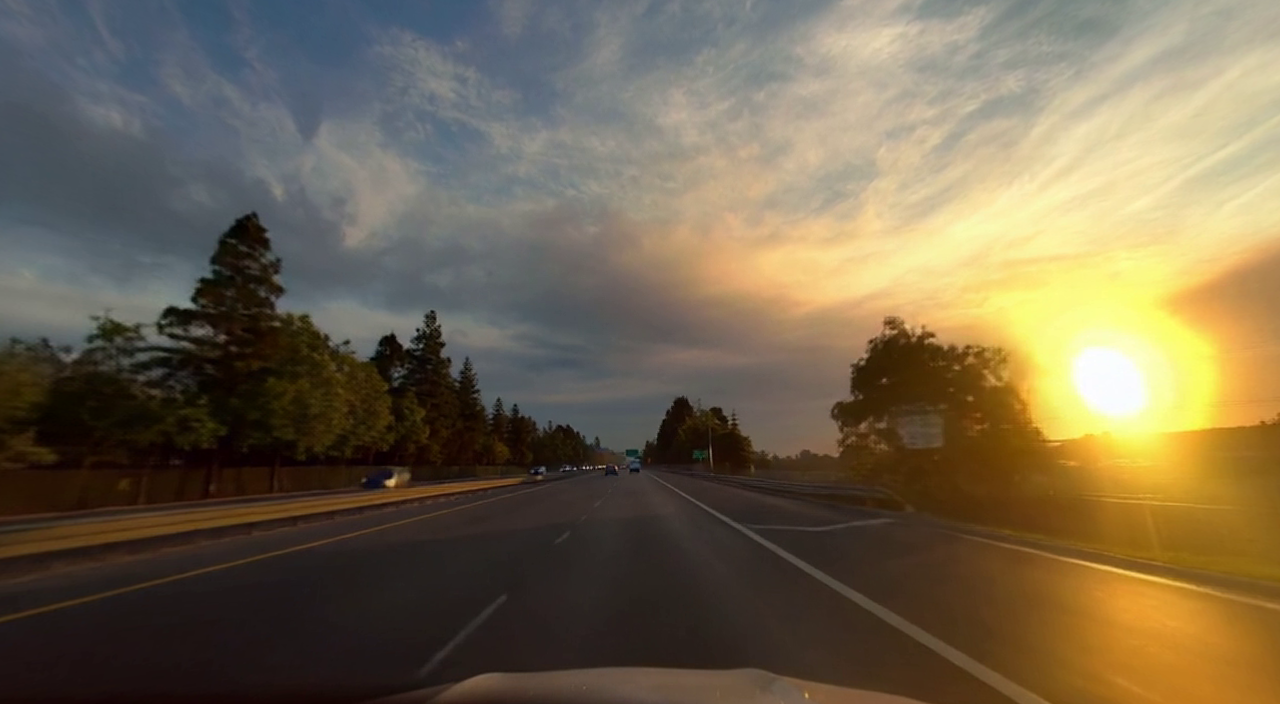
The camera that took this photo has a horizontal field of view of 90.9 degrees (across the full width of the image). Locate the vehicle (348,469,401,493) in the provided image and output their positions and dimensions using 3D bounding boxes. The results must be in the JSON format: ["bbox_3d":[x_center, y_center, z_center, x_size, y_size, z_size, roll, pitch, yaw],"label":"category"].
[{"bbox_3d":[-17.197,8.351,41.004,1.765,1.429,3.838,1,-10,0],"label":"vehicle"}]
